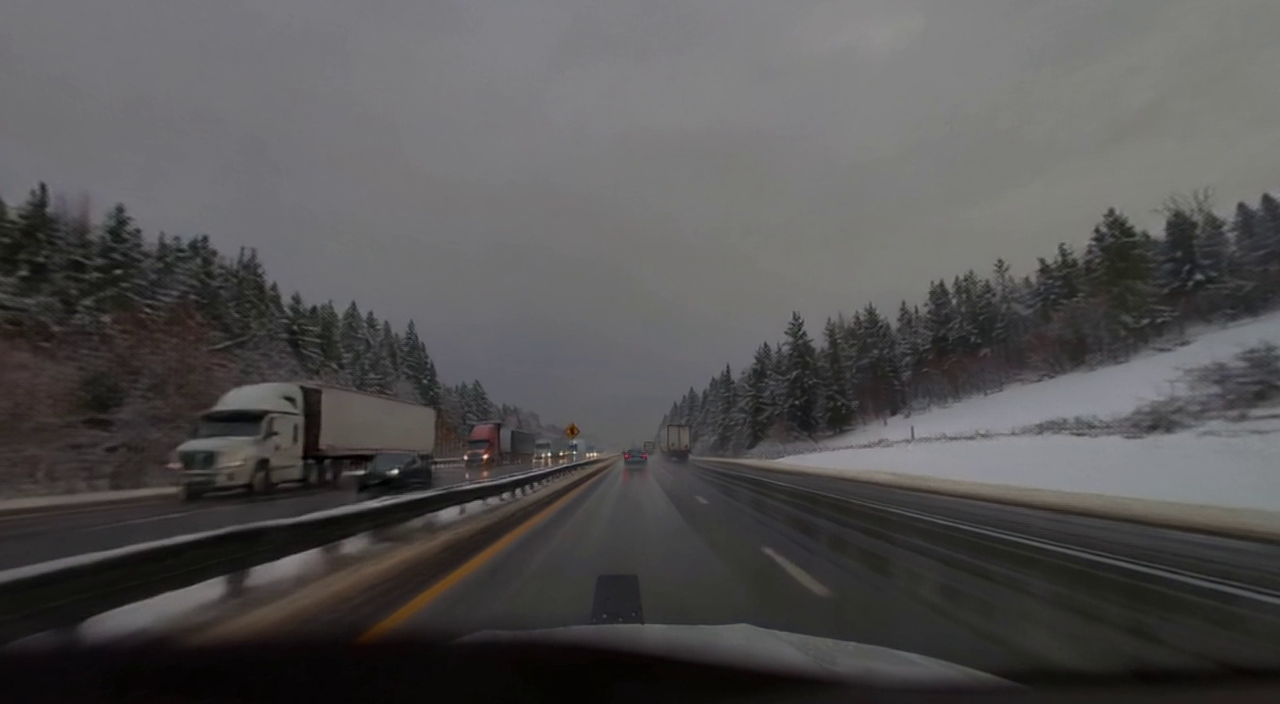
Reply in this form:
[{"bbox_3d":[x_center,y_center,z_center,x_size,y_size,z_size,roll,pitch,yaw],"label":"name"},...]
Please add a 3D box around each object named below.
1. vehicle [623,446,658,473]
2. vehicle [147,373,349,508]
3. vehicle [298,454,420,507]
[{"bbox_3d":[0.019,7.025,41.489,2.137,1.689,4.051,0,-9,0],"label":"vehicle"},{"bbox_3d":[-12.928,3.045,21.619,2.949,3.947,5.850,0,-9,0],"label":"vehicle"},{"bbox_3d":[-8.825,4.026,20.265,1.912,1.462,4.317,0,-9,0],"label":"vehicle"}]
